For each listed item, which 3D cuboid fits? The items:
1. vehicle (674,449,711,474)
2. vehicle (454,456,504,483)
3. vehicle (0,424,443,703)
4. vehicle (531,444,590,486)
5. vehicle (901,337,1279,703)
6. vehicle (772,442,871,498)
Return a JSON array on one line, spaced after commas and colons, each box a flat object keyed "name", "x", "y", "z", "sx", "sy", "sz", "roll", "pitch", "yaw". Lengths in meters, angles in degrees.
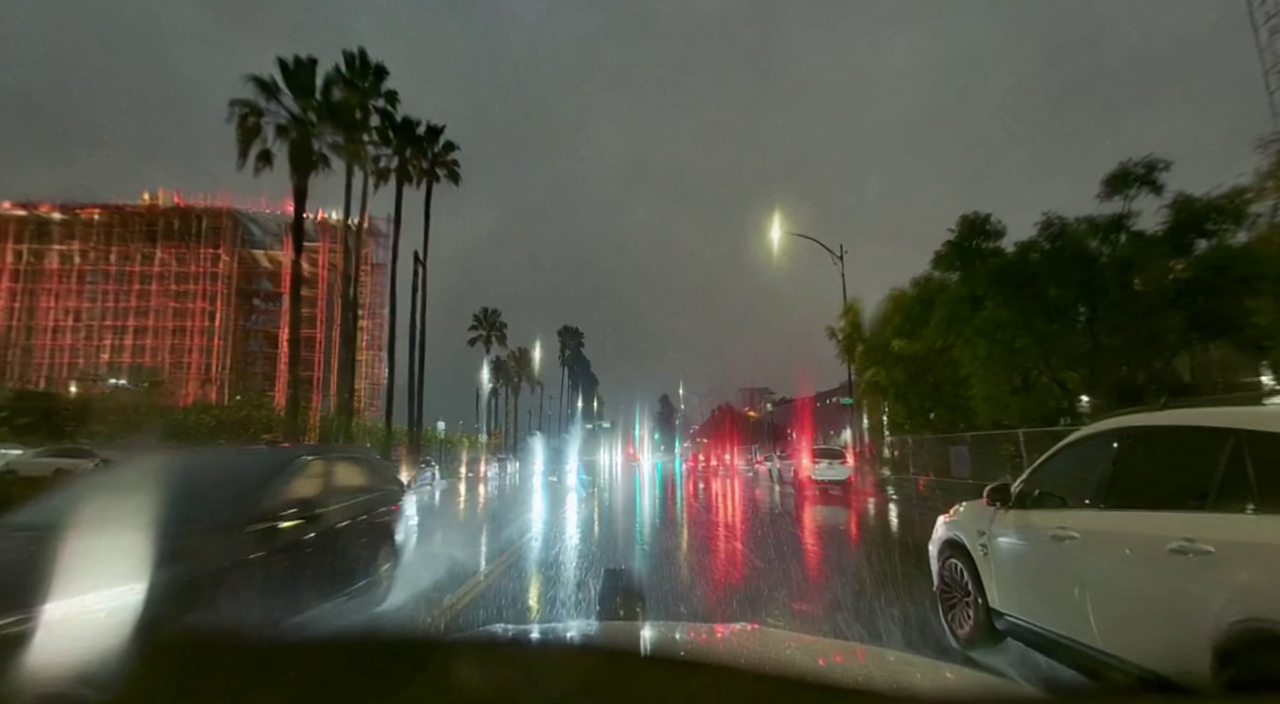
[{"name": "vehicle", "x": 3.308, "y": 7.064, "z": 40.838, "sx": 1.999, "sy": 1.487, "sz": 3.939, "roll": 0, "pitch": -8, "yaw": -1}, {"name": "vehicle", "x": -9.704, "y": 7.128, "z": 38.413, "sx": 1.826, "sy": 1.445, "sz": 4.325, "roll": -1, "pitch": -8, "yaw": 1}, {"name": "vehicle", "x": -3.301, "y": 1.393, "z": 4.958, "sx": 2.058, "sy": 1.490, "sz": 4.406, "roll": 0, "pitch": -8, "yaw": 0}, {"name": "vehicle", "x": -3.535, "y": 5.103, "z": 28.891, "sx": 2.096, "sy": 1.716, "sz": 4.300, "roll": 0, "pitch": -8, "yaw": 1}, {"name": "vehicle", "x": 3.138, "y": 0.910, "z": 2.901, "sx": 1.953, "sy": 1.687, "sz": 4.344, "roll": 0, "pitch": -8, "yaw": -1}, {"name": "vehicle", "x": 6.256, "y": 4.099, "z": 22.405, "sx": 1.981, "sy": 1.768, "sz": 4.405, "roll": 0, "pitch": -8, "yaw": -3}]
